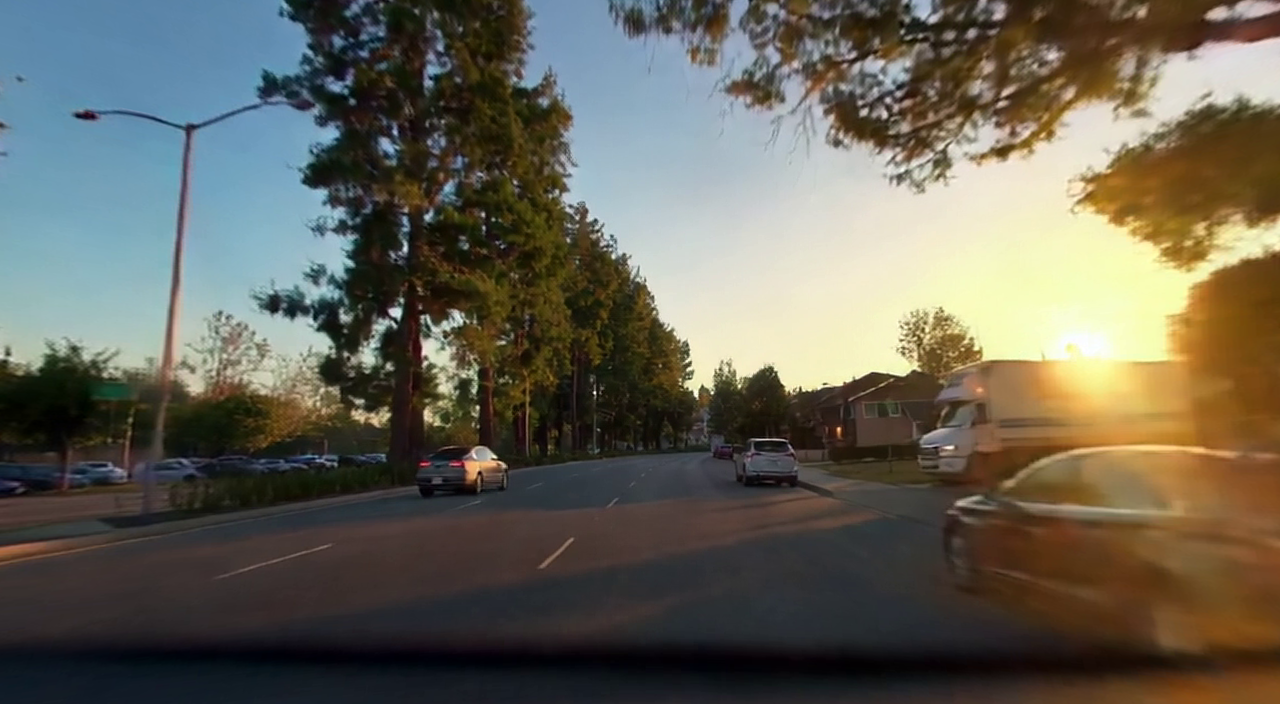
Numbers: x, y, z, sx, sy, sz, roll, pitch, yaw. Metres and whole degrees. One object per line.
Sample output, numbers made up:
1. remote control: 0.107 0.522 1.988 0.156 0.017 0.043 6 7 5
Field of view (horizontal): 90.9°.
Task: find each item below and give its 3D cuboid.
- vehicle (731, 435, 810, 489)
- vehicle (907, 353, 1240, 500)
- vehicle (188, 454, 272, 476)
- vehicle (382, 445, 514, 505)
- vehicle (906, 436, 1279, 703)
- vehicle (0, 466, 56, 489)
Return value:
1. vehicle: 4.547 3.901 22.700 2.064 1.697 4.718 0 -8 3
2. vehicle: 11.701 2.044 17.434 7.138 3.310 2.943 -2 -9 -10
3. vehicle: -28.976 7.999 44.697 4.481 1.441 1.960 2 -9 -8
4. vehicle: -5.256 3.403 18.050 2.060 1.473 4.645 0 -8 4
5. vehicle: 3.790 1.356 4.651 1.849 1.393 4.377 0 -8 2
6. vehicle: -43.083 8.623 43.024 4.227 1.397 1.828 -1 -10 -12
